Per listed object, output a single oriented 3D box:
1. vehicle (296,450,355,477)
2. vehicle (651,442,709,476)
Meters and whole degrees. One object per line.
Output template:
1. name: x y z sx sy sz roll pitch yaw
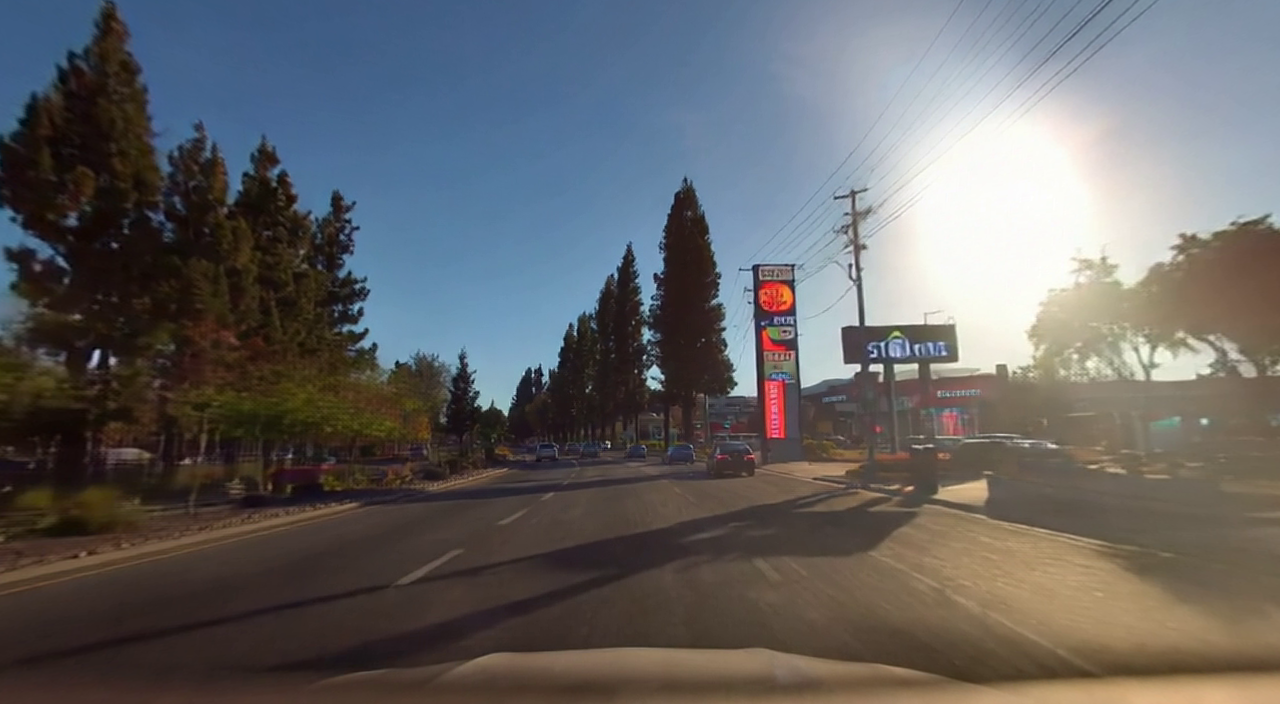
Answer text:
1. vehicle: -21.565 7.640 43.508 2.005 1.713 4.648 1 -8 -5
2. vehicle: 1.787 4.950 29.457 2.130 1.476 4.453 1 -9 -4
